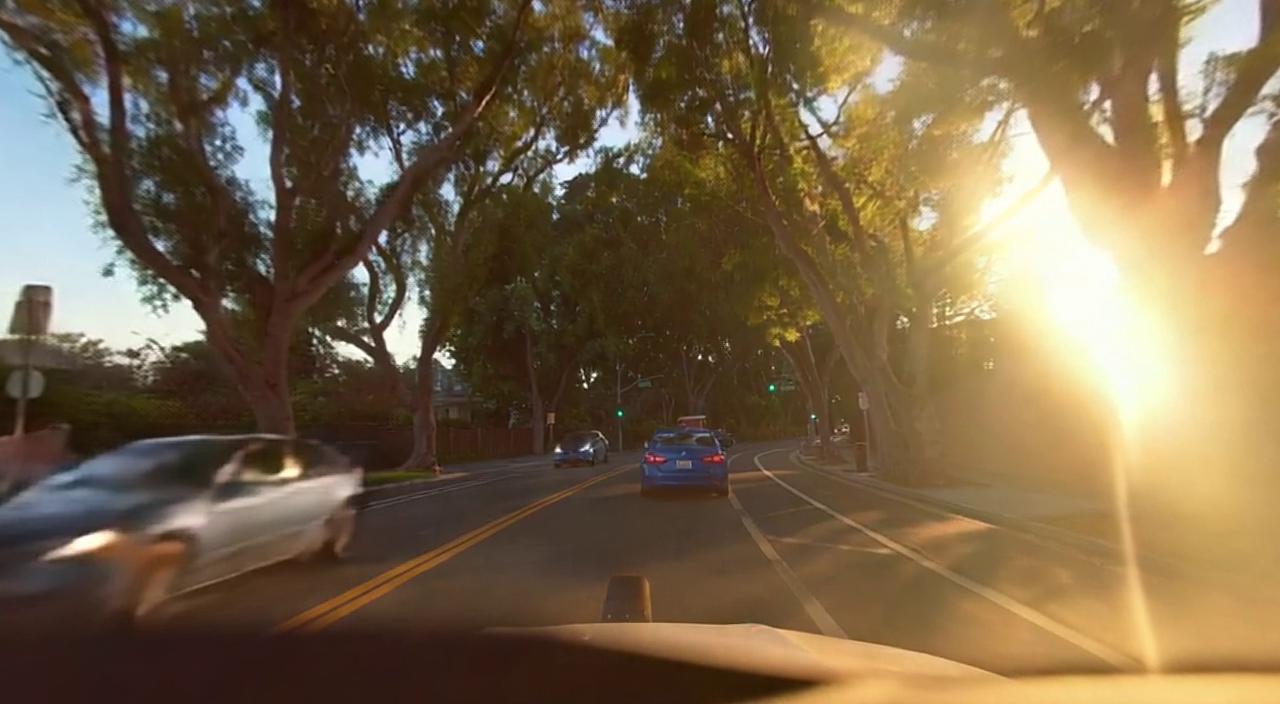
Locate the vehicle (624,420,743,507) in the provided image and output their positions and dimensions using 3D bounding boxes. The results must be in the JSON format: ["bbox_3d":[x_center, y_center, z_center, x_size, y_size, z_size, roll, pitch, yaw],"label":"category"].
[{"bbox_3d":[0.852,2.222,13.049,2.070,1.516,3.936,0,-8,3],"label":"vehicle"}]

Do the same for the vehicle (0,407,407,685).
[{"bbox_3d":[-4.049,1.363,5.743,1.961,1.498,4.401,0,-8,3],"label":"vehicle"}]

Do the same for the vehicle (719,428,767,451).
[{"bbox_3d":[7.797,6.597,47.509,1.988,1.601,4.353,-5,-9,33],"label":"vehicle"}]

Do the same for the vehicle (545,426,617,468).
[{"bbox_3d":[-2.482,4.188,27.958,2.082,1.682,4.623,-1,-8,9],"label":"vehicle"}]
